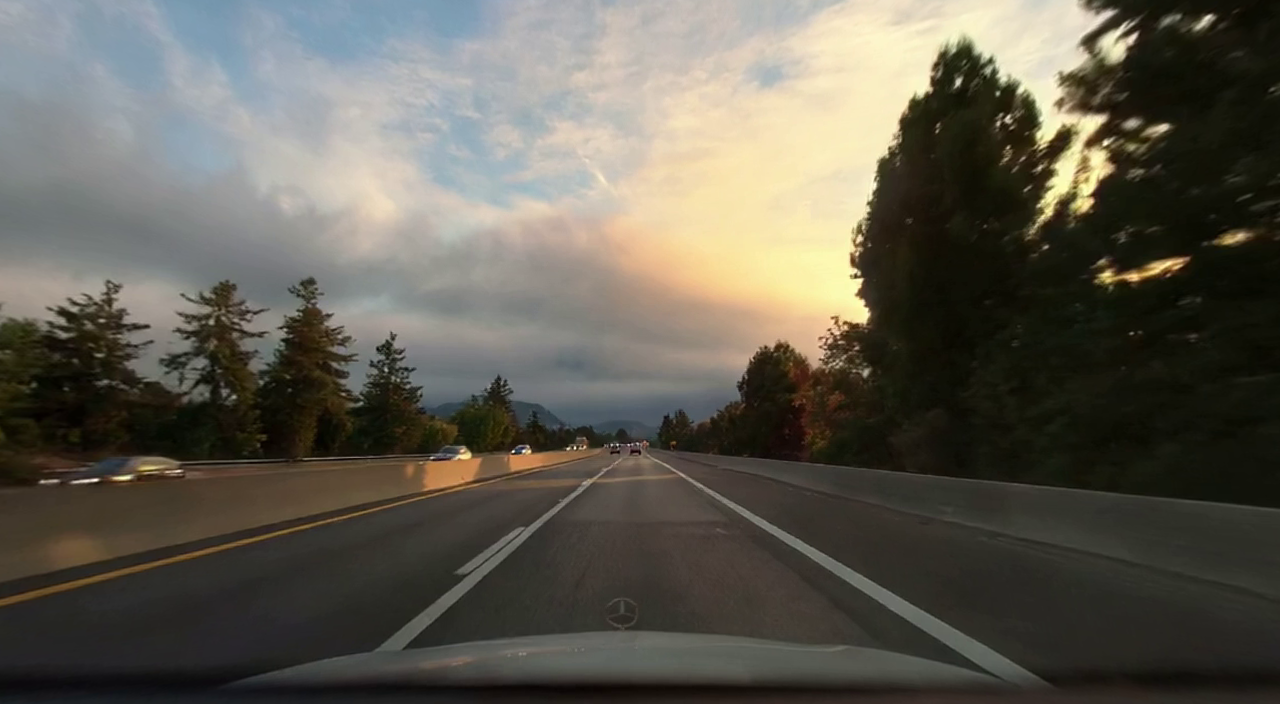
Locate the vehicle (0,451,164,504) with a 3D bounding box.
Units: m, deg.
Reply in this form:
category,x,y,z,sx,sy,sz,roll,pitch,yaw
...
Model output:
category,x,y,z,sx,sy,sz,roll,pitch,yaw
vehicle,-18.998,4.176,21.302,1.939,1.565,4.577,0,-9,1
